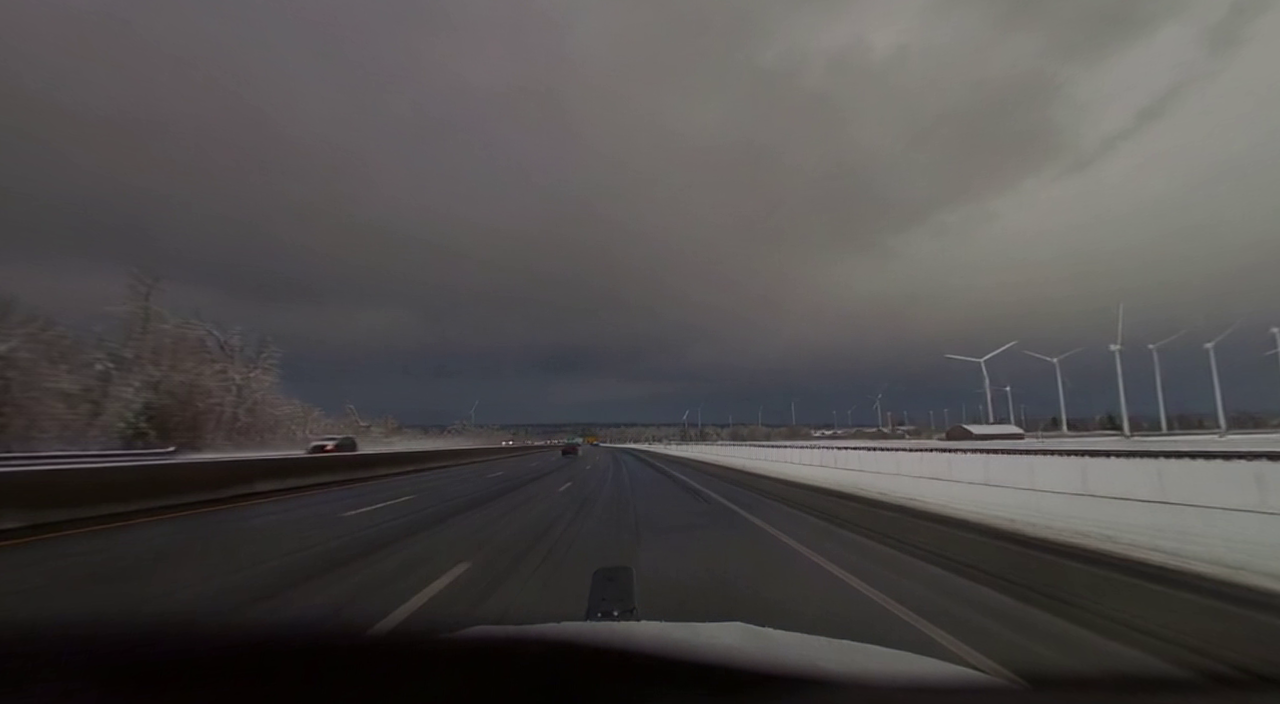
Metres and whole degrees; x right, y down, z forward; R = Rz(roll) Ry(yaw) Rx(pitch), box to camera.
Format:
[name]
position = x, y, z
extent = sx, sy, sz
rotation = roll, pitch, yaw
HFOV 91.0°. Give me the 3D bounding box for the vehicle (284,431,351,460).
[vehicle]
position = -20.702, 5.994, 40.647
extent = 2.018, 1.727, 4.712
rotation = 0, -8, -3
